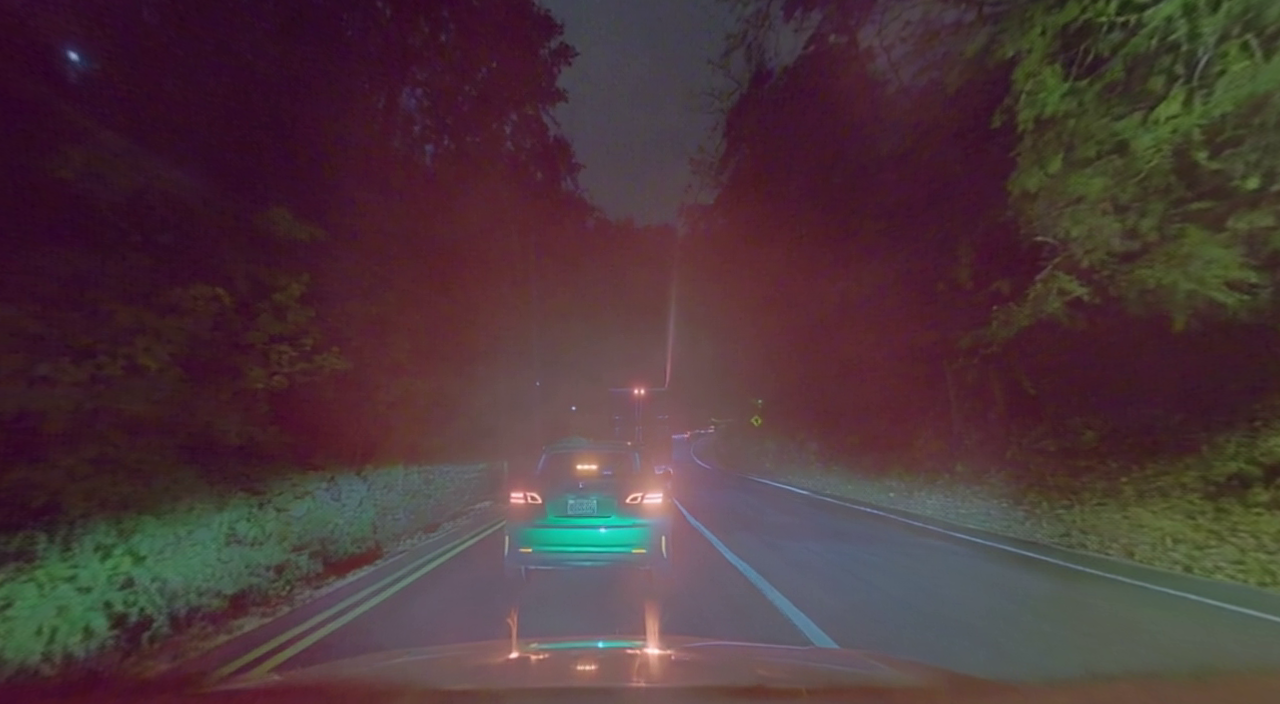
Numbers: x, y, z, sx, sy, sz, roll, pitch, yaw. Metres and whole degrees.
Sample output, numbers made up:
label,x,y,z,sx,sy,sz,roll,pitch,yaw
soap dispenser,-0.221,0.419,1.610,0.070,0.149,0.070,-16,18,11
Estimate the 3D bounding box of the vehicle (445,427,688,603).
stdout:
label,x,y,z,sx,sy,sz,roll,pitch,yaw
vehicle,-0.623,1.711,7.509,2.076,1.490,4.078,0,-9,0
